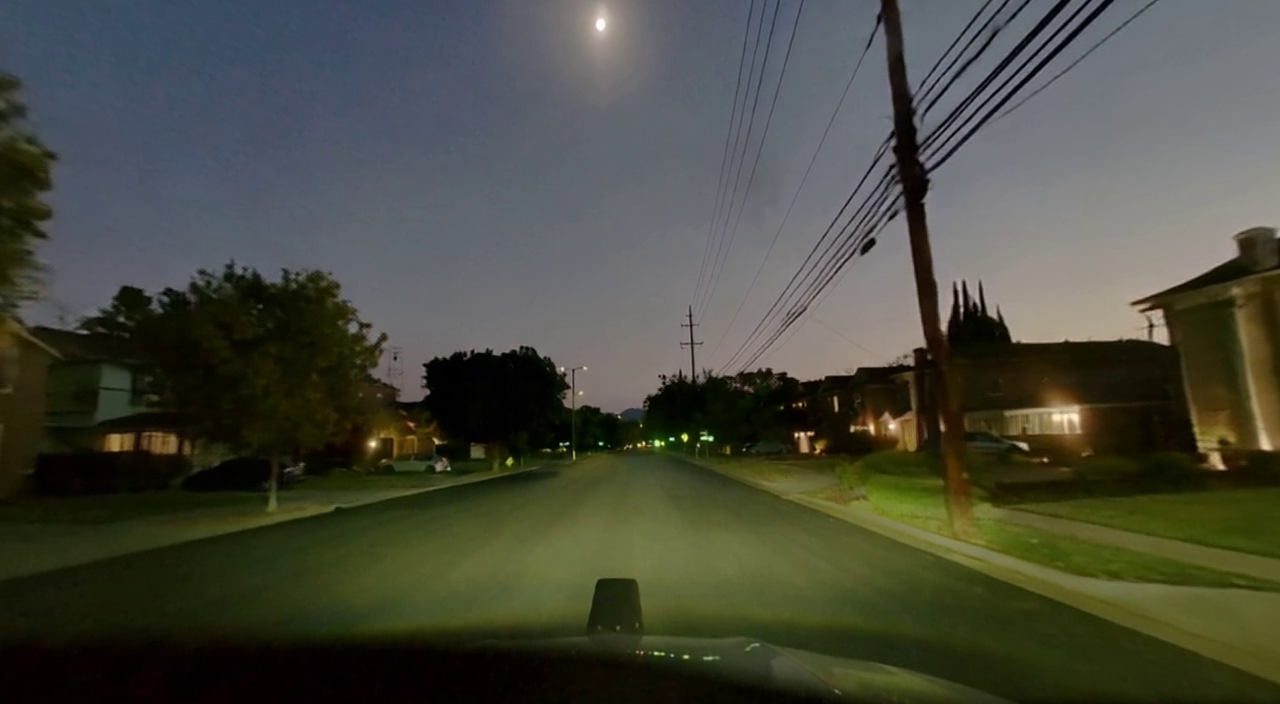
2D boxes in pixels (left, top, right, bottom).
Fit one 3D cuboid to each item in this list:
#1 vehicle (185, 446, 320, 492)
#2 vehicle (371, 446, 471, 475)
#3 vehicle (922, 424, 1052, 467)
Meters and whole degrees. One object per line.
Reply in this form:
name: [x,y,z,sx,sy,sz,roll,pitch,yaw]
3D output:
vehicle: [-14.939,4.502,24.817,1.978,1.586,5.192,0,-8,0]
vehicle: [-12.457,6.192,36.149,4.893,1.567,2.105,-1,-8,6]
vehicle: [14.994,4.074,27.540,4.373,1.759,2.093,0,-9,5]
